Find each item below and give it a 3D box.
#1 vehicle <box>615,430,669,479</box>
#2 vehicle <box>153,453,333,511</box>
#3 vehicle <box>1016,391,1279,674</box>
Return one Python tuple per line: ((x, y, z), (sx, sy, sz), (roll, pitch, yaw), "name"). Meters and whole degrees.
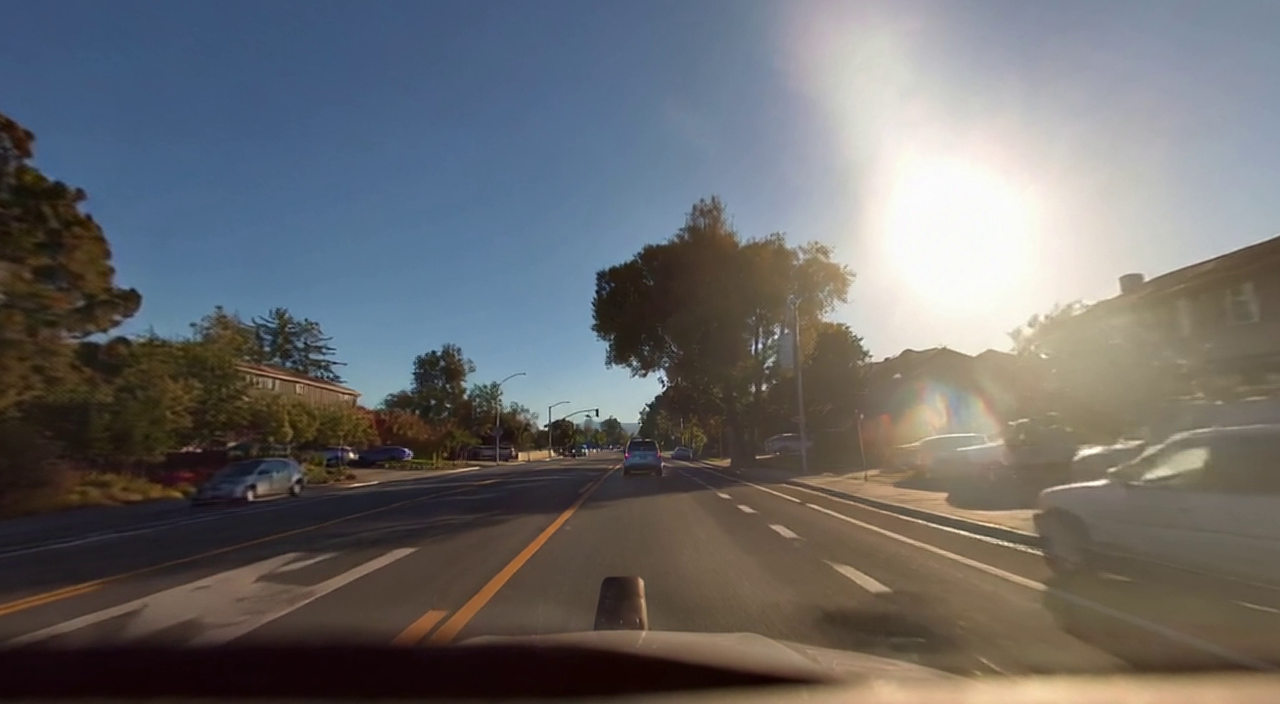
((0.049, 4.435, 27.607), (2.153, 1.942, 4.767), (0, -8, -1), "vehicle")
((-12.408, 4.066, 20.381), (2.192, 1.541, 5.391), (0, -8, 2), "vehicle")
((5.017, 1.141, 4.085), (2.153, 1.730, 4.659), (0, -8, -2), "vehicle")
